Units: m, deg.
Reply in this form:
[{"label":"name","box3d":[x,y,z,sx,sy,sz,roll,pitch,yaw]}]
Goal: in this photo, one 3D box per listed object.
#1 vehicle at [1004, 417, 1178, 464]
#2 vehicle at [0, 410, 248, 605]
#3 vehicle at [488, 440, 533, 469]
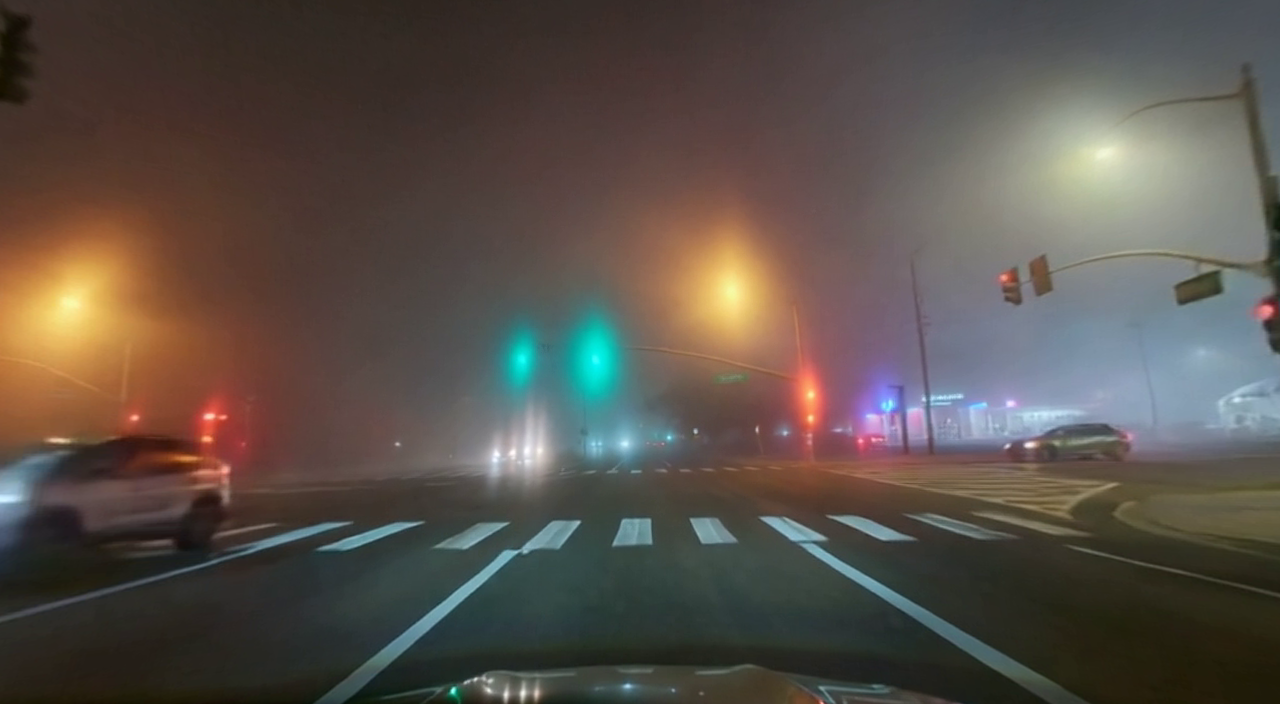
[{"label":"vehicle","box3d":[16.464,3.264,23.272,4.727,1.585,2.066,-1,-8,1]},{"label":"vehicle","box3d":[-6.643,1.553,6.758,2.074,1.692,4.333,0,-8,0]},{"label":"vehicle","box3d":[-8.516,6.720,41.876,1.946,1.710,5.043,-2,-8,0]}]
